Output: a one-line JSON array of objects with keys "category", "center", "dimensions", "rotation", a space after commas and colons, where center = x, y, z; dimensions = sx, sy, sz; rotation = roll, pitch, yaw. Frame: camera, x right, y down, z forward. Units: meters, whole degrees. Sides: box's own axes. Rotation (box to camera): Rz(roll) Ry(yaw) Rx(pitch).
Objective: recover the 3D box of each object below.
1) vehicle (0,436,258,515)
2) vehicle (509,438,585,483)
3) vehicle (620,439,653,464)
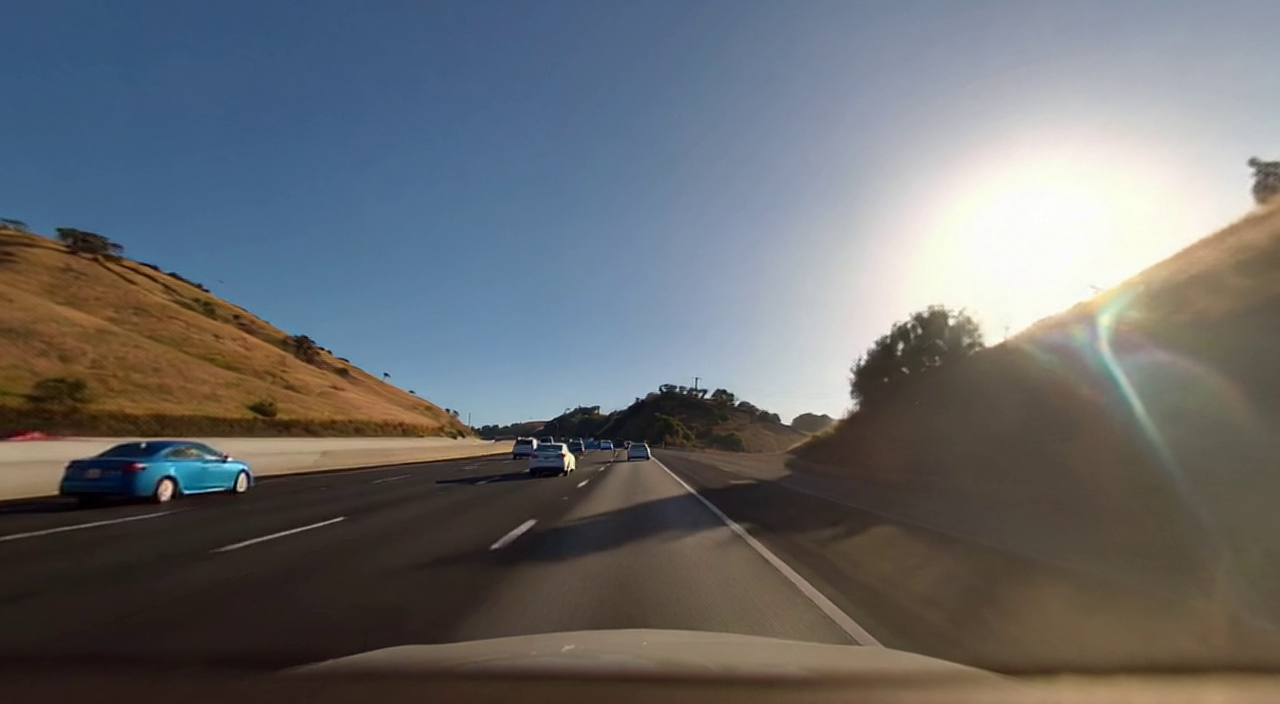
[{"category": "vehicle", "center": [-11.337, 2.711, 14.513], "dimensions": [1.945, 1.466, 4.947], "rotation": [0, -8, 1]}, {"category": "vehicle", "center": [-3.391, 4.071, 23.953], "dimensions": [2.080, 1.505, 4.649], "rotation": [-1, -8, 1]}, {"category": "vehicle", "center": [-0.242, 6.905, 43.980], "dimensions": [2.138, 1.674, 4.044], "rotation": [0, -8, 0]}]
